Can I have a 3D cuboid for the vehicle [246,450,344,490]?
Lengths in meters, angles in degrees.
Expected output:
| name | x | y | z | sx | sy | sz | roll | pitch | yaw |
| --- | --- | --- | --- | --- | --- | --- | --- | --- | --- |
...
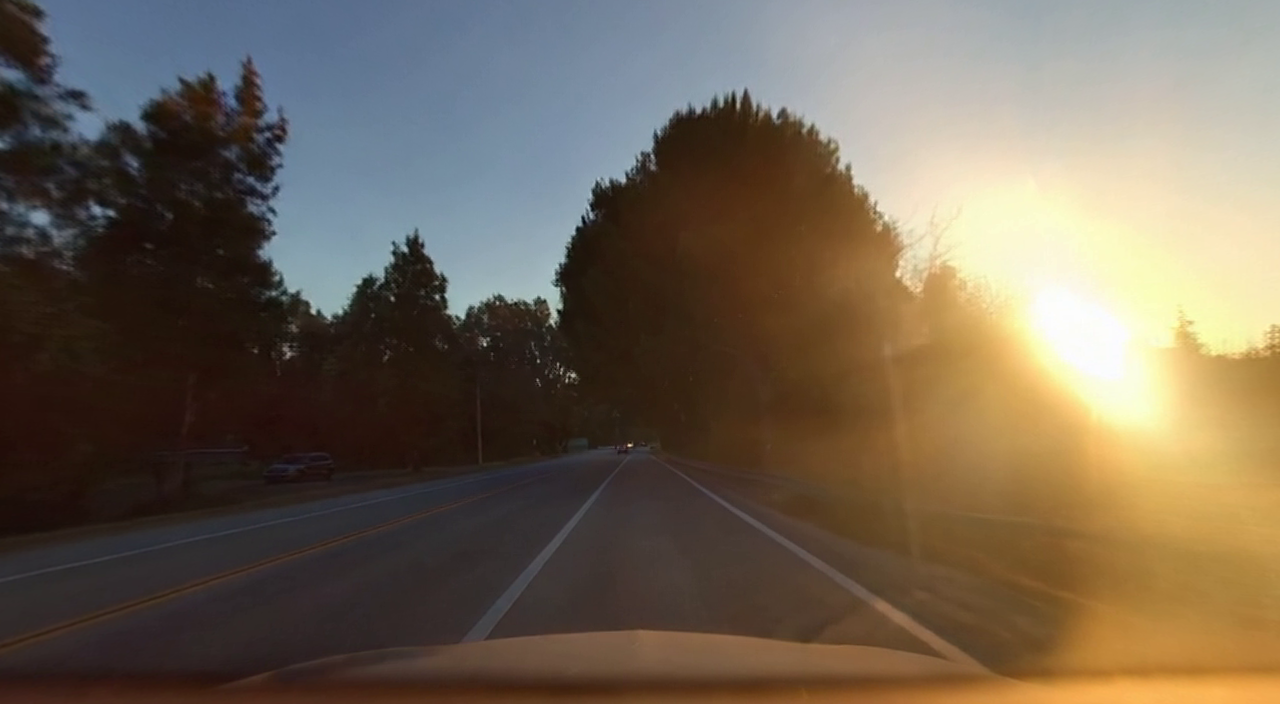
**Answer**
| name | x | y | z | sx | sy | sz | roll | pitch | yaw |
| --- | --- | --- | --- | --- | --- | --- | --- | --- | --- |
| vehicle | -20.569 | 7.016 | 37.782 | 4.655 | 1.832 | 2.227 | -6 | -8 | 2 |
